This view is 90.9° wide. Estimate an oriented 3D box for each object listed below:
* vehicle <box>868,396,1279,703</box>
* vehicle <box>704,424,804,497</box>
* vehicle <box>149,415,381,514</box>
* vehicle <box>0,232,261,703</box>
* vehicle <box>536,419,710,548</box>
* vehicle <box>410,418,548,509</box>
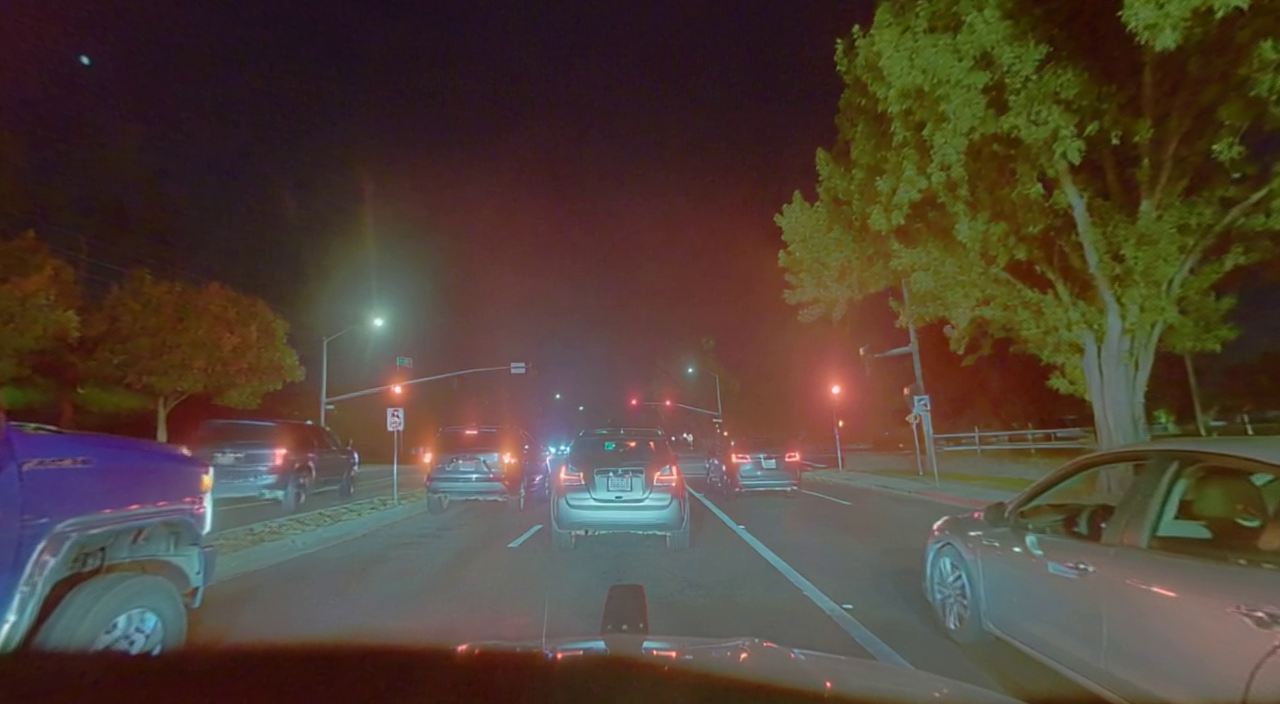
[{"bbox_3d":[3.004,1.067,3.257,1.874,1.477,4.698,0,-8,0],"label":"vehicle"},{"bbox_3d":[3.190,3.148,18.645,2.102,1.841,4.587,0,-8,0],"label":"vehicle"},{"bbox_3d":[-7.570,2.332,13.573,2.385,1.687,5.025,1,-8,-7],"label":"vehicle"},{"bbox_3d":[-3.468,0.395,0.561,2.656,2.021,5.800,0,-8,0],"label":"vehicle"},{"bbox_3d":[-0.226,1.943,9.901,2.194,1.607,3.690,0,-8,0],"label":"vehicle"},{"bbox_3d":[-3.647,2.622,15.276,2.089,1.857,4.488,0,-8,1],"label":"vehicle"}]
